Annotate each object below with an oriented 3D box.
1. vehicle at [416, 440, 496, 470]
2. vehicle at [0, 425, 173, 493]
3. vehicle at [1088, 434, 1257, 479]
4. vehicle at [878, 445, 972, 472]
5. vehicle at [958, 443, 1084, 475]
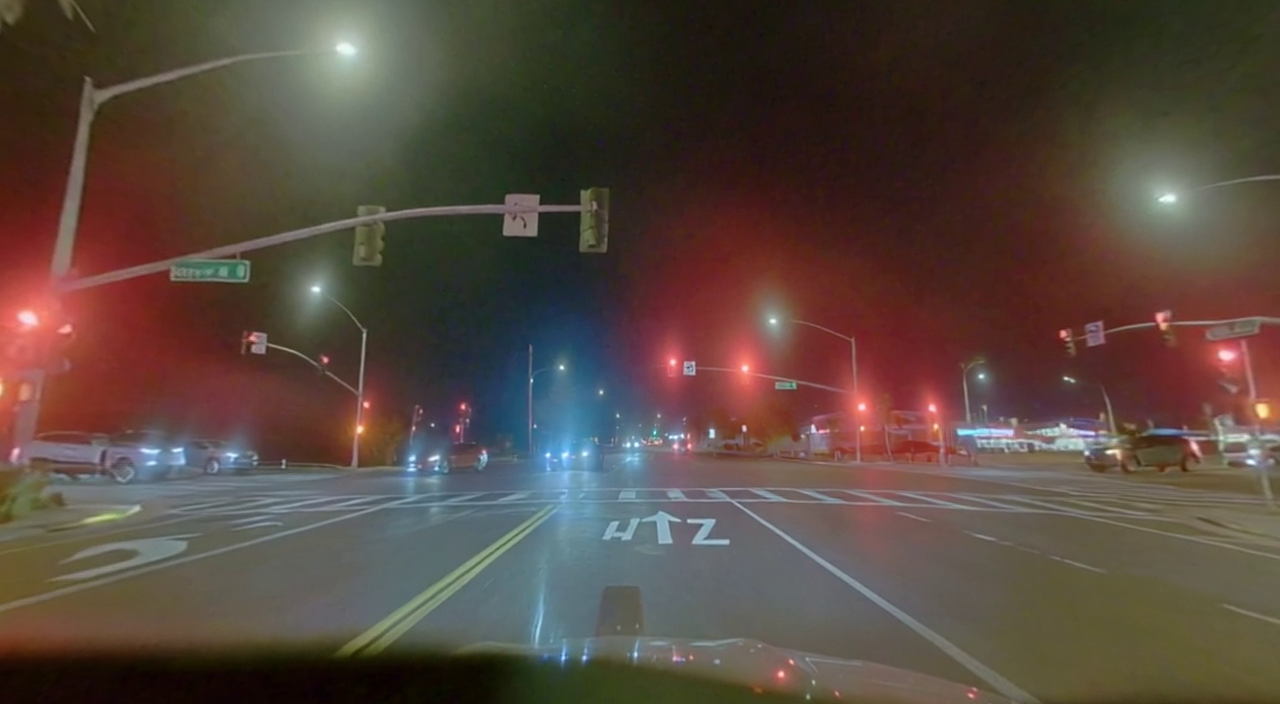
[{"bbox_3d":[-11.340,6.380,39.132,2.045,1.699,4.563,-5,-10,31],"label":"vehicle"},{"bbox_3d":[-18.507,3.427,20.327,4.901,2.064,2.296,0,-8,0],"label":"vehicle"},{"bbox_3d":[23.369,4.580,27.762,5.509,1.873,2.123,0,-9,-1],"label":"vehicle"},{"bbox_3d":[16.150,6.039,35.828,4.451,1.494,1.857,-1,-9,7],"label":"vehicle"},{"bbox_3d":[18.886,5.312,31.372,4.977,1.508,1.948,0,-9,0],"label":"vehicle"}]
